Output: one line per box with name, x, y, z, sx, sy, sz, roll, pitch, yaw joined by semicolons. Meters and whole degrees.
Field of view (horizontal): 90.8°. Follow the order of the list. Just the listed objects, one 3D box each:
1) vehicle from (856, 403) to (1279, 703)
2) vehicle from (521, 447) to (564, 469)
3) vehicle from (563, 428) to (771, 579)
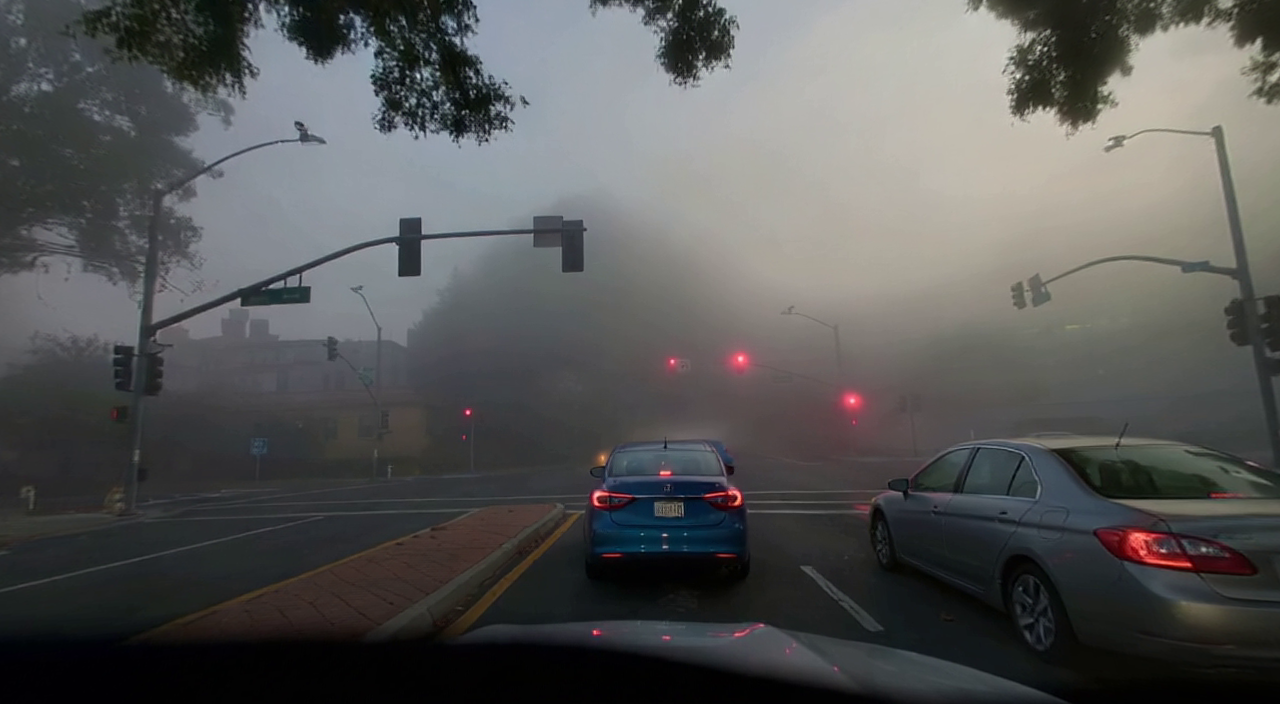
vehicle;3.658;1.340;5.441;1.888;1.486;4.681;0;-9;-1
vehicle;-6.921;7.583;45.302;2.093;1.476;4.278;-1;-9;4
vehicle;0.305;1.819;8.319;2.090;1.505;3.756;-1;-9;1
